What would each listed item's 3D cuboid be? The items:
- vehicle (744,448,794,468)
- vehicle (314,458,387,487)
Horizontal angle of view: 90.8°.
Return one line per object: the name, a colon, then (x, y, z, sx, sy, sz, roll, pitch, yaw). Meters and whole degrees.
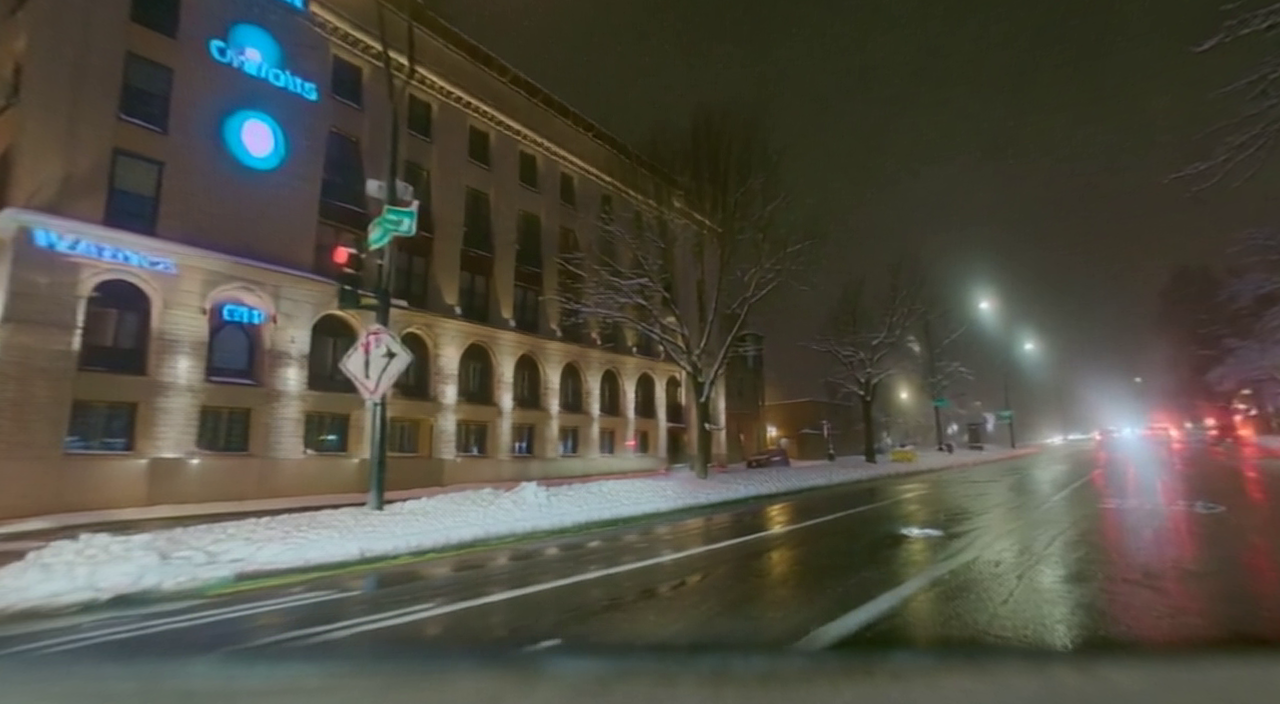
vehicle: (10.063, 8.204, 49.146, 1.840, 1.440, 4.442, -8, -11, 40)
vehicle: (-15.887, 6.589, 34.641, 3.994, 1.471, 1.956, -8, -13, 38)
